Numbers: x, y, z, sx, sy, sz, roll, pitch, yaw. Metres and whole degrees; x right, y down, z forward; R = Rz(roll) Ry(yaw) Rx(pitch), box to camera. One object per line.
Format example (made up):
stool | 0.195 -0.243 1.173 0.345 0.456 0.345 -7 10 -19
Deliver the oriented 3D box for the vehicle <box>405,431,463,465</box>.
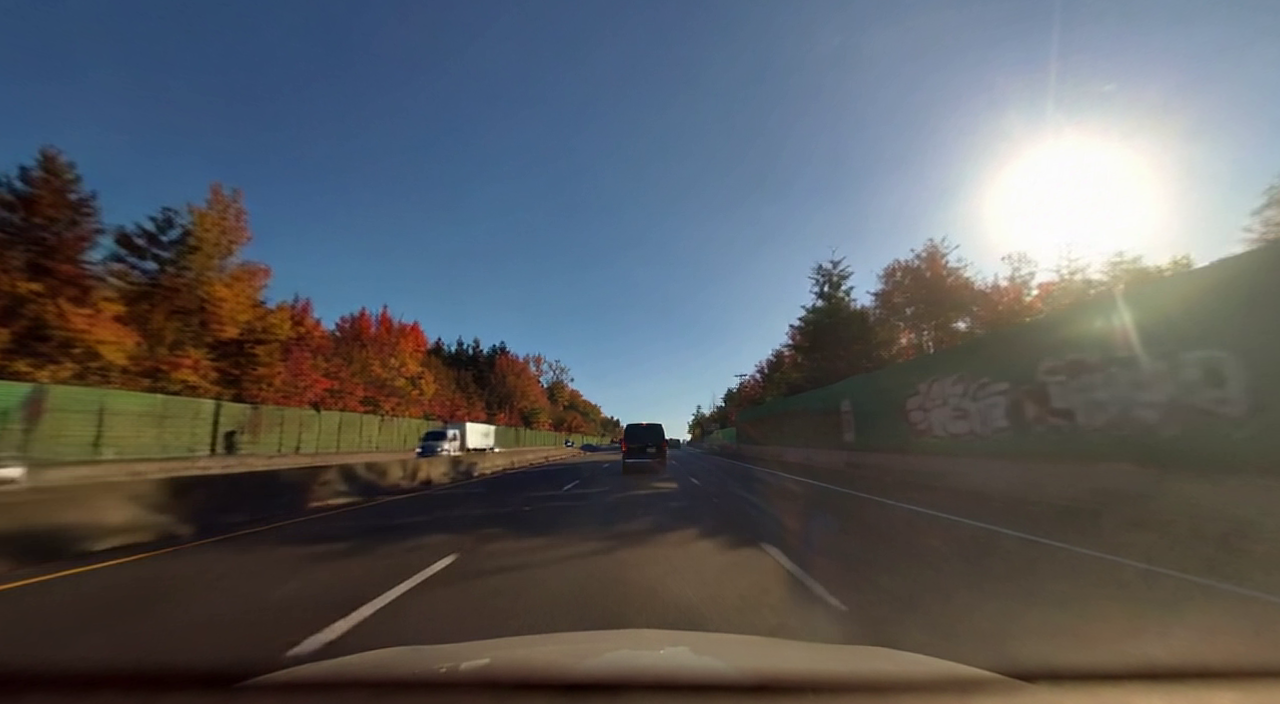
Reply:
vehicle | -16.241 7.596 49.880 2.401 2.471 5.918 0 -8 2

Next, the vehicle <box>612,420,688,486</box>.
vehicle | 0.291 3.335 21.076 2.283 1.956 4.421 0 -8 0
